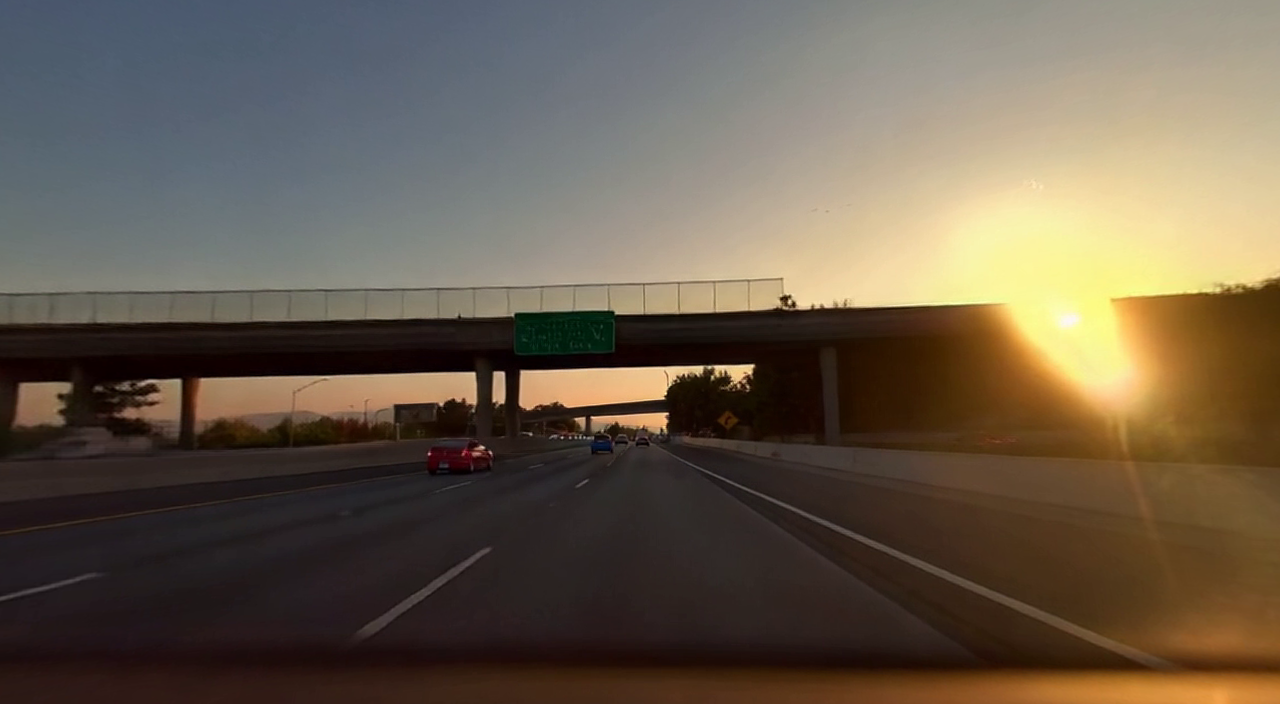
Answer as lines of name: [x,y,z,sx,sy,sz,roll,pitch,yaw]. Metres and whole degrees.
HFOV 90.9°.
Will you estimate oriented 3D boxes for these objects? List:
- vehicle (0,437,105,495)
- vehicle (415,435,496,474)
vehicle: [-17.469,3.089,17.261,1.815,1.485,4.311,0,-8,1]
vehicle: [-7.489,4.209,26.105,1.987,1.486,4.174,0,-8,2]
